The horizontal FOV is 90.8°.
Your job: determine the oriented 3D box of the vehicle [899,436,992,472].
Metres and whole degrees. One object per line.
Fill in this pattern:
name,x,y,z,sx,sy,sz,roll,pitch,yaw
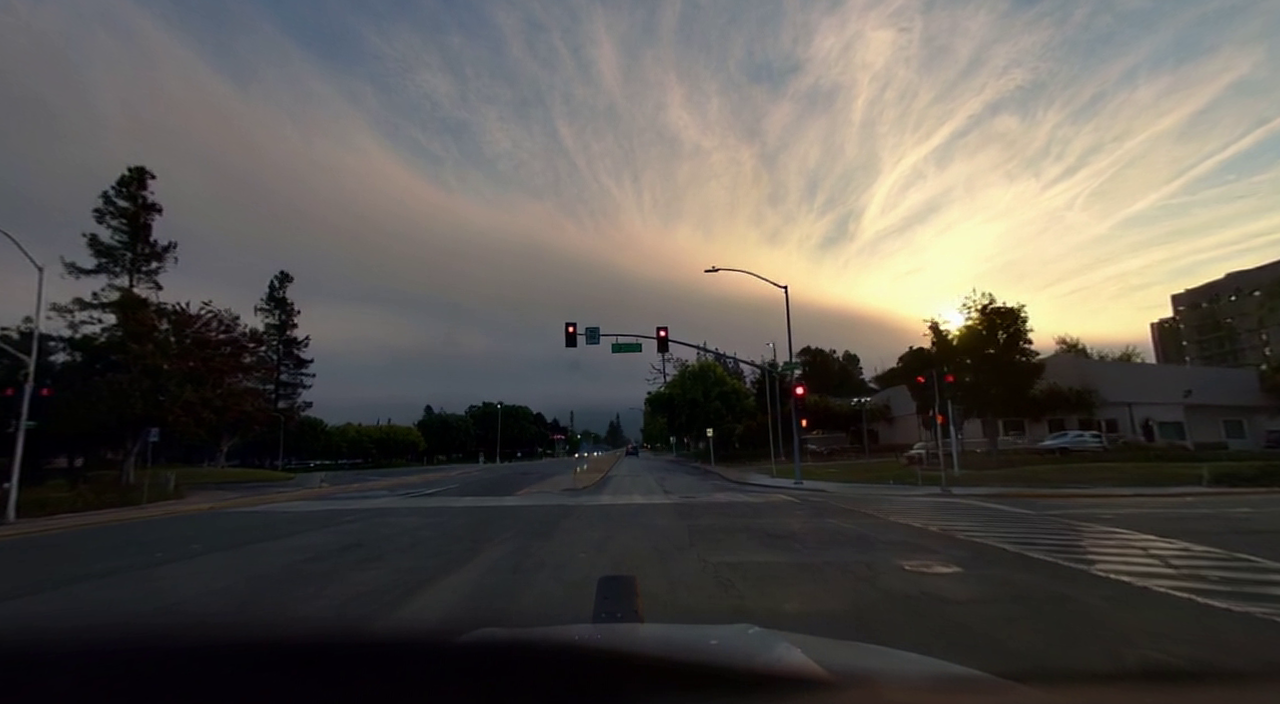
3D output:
vehicle,15.000,5.045,31.371,1.959,1.471,4.570,-4,-9,-5
